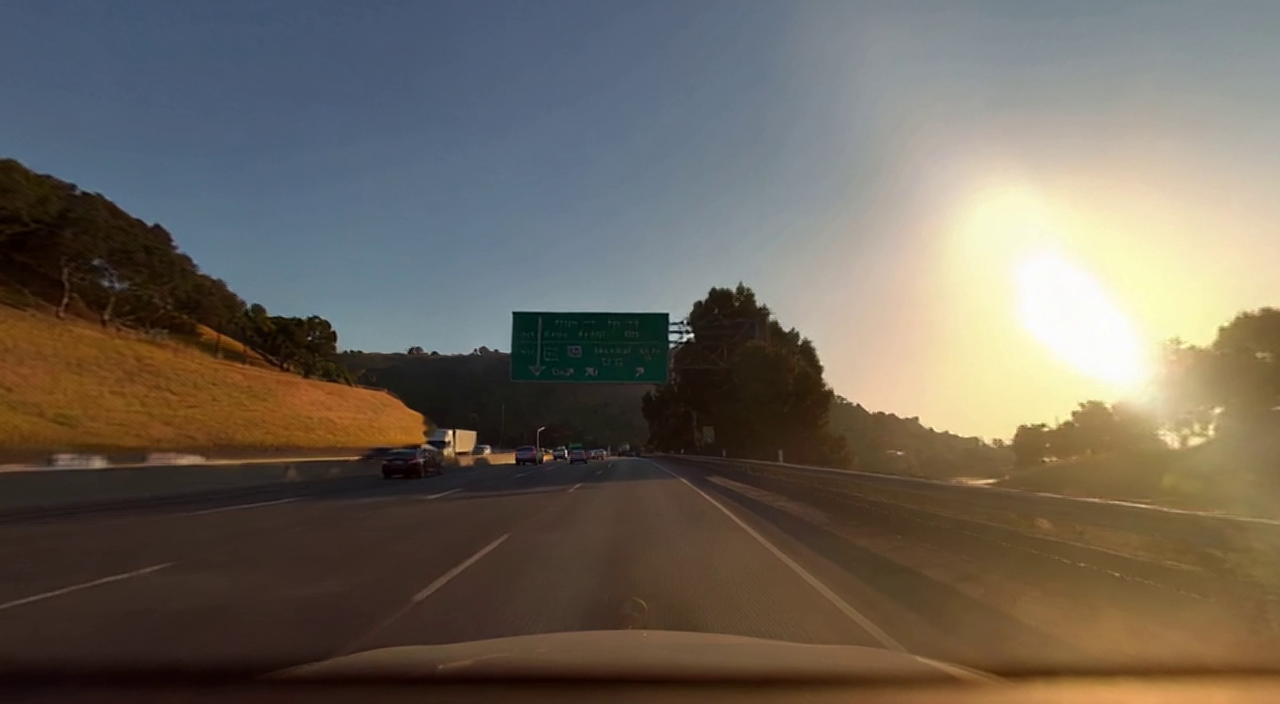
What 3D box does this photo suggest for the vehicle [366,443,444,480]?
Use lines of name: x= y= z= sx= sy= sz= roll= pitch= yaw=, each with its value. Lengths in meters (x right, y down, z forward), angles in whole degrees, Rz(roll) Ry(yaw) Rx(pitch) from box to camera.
vehicle: x=-11.159 y=5.198 z=30.205 sx=2.001 sy=1.625 sz=4.528 roll=0 pitch=-8 yaw=0

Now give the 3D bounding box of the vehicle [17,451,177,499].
vehicle: x=-18.428 y=4.155 z=21.627 sx=1.831 sy=1.434 sz=4.144 roll=0 pitch=-8 yaw=-1
